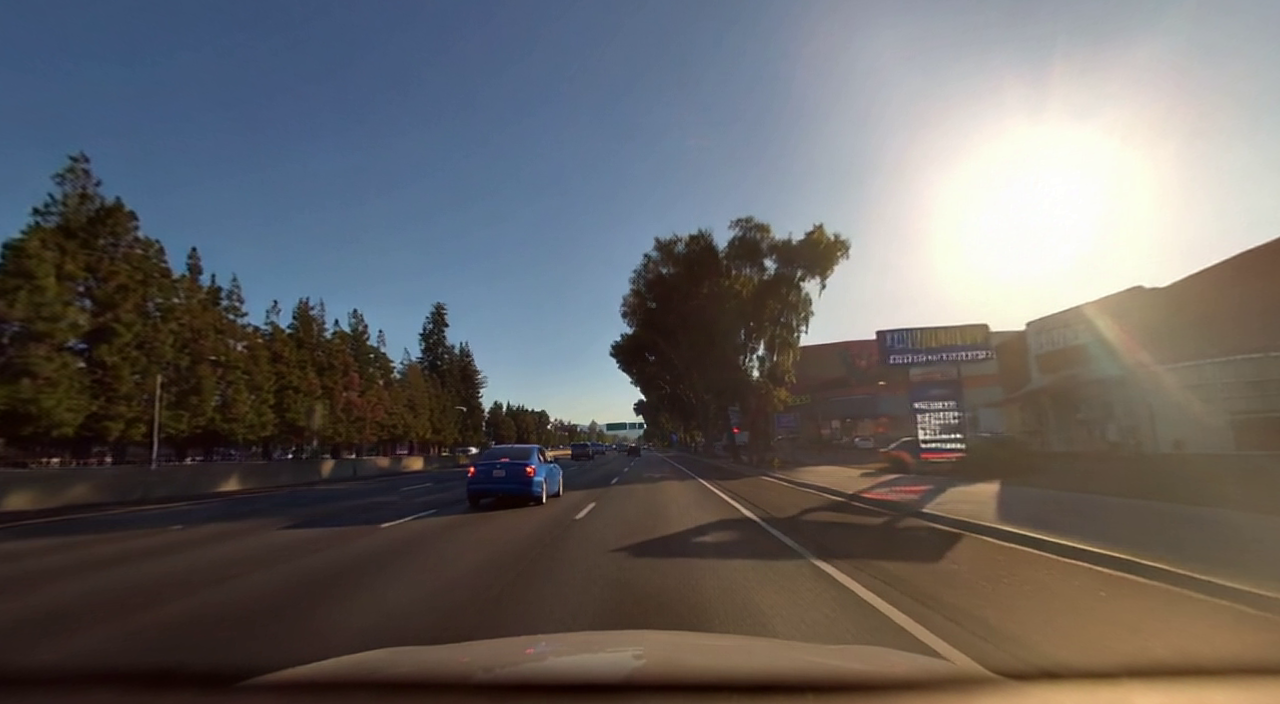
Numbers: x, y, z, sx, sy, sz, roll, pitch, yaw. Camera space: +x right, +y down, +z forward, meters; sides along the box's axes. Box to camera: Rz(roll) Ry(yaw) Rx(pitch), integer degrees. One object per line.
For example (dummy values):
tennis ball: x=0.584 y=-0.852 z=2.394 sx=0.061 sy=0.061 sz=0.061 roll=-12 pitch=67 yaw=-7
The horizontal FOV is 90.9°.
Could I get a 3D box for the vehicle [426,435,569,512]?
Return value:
vehicle: x=-3.031 y=2.698 z=14.487 sx=2.152 sy=1.479 sz=4.394 roll=0 pitch=-9 yaw=1
